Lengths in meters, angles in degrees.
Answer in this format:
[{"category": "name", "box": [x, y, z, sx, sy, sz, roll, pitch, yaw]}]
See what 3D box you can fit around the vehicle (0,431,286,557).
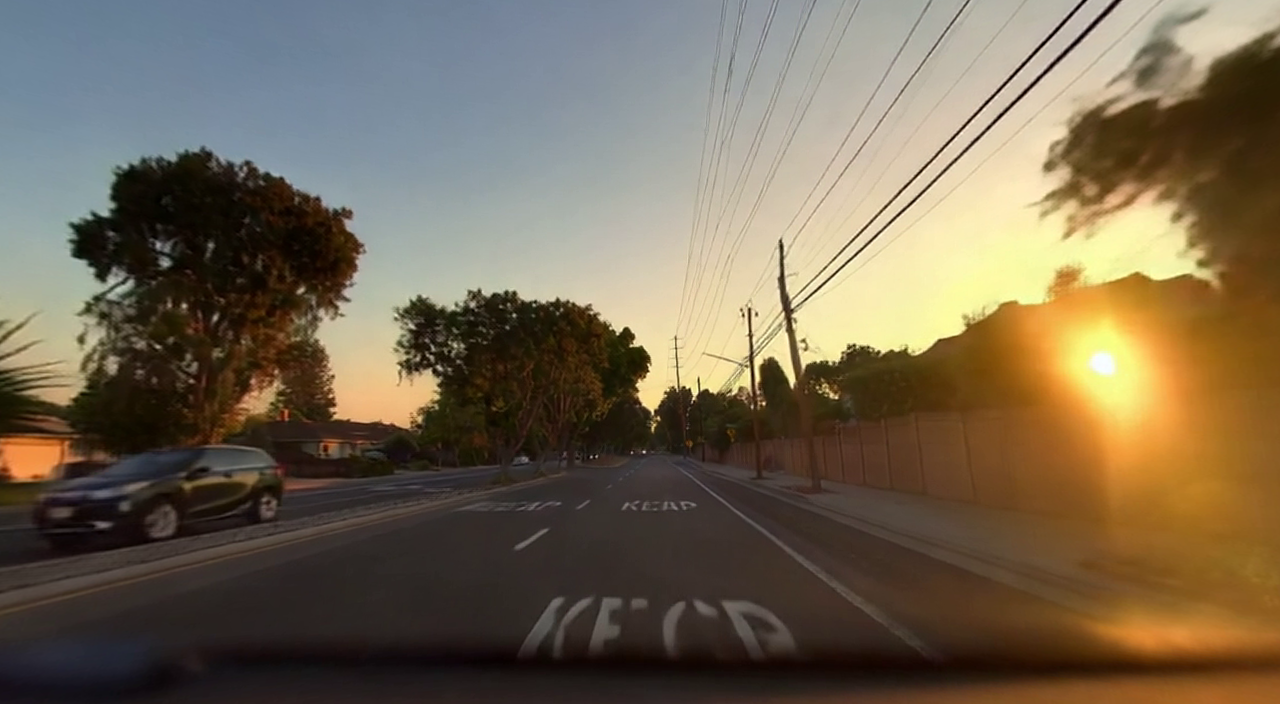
[{"category": "vehicle", "box": [-8.833, 2.375, 11.334, 2.084, 1.741, 4.737, -1, -9, 2]}]
